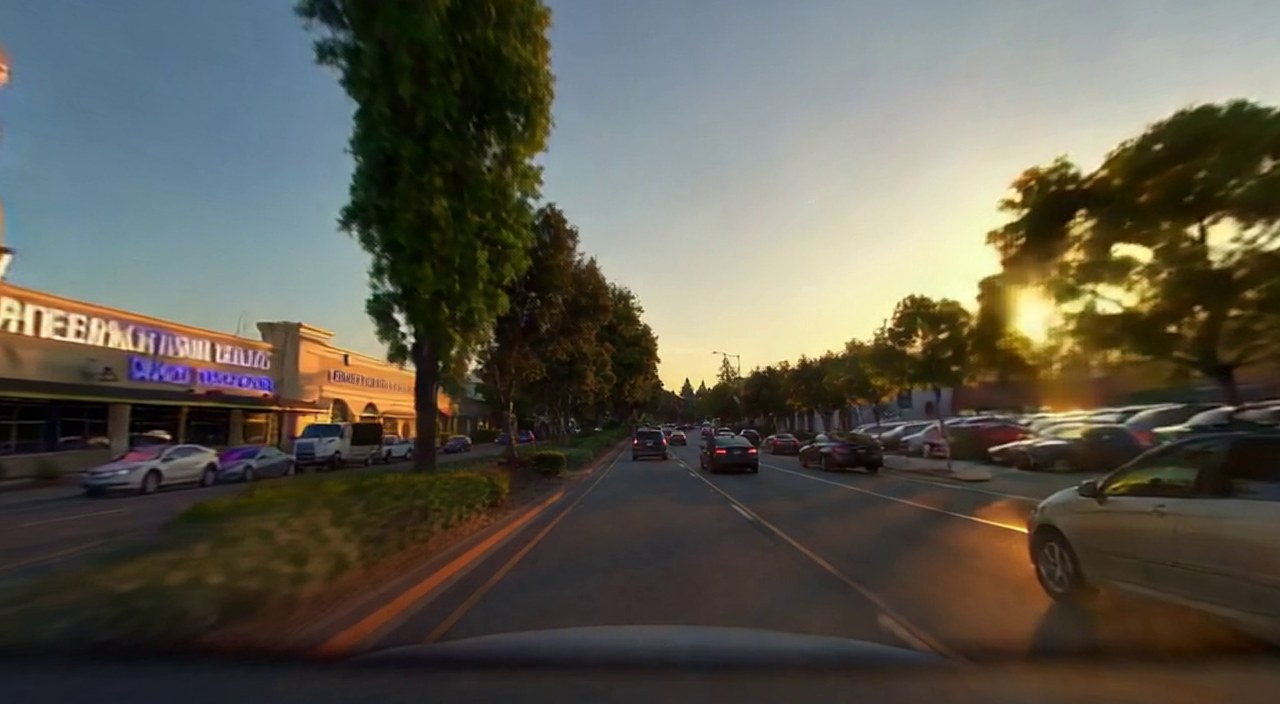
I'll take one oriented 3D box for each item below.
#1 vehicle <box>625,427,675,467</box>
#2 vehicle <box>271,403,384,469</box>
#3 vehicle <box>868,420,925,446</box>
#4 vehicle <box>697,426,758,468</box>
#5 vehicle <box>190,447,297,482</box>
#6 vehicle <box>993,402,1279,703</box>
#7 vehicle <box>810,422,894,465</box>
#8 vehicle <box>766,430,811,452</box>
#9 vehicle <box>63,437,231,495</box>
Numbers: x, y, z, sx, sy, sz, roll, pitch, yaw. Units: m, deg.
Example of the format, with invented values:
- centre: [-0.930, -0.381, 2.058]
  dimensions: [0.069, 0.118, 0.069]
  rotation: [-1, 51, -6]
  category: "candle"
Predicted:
- centre: [0.444, 4.245, 28.121]
  dimensions: [2.098, 1.682, 3.778]
  rotation: [0, -8, 1]
  category: "vehicle"
- centre: [-18.599, 5.120, 38.025]
  dimensions: [2.811, 3.604, 7.566]
  rotation: [0, -8, 1]
  category: "vehicle"
- centre: [18.699, 5.973, 46.009]
  dimensions: [1.981, 1.815, 4.953]
  rotation: [0, -8, -2]
  category: "vehicle"
- centre: [3.782, 4.205, 27.907]
  dimensions: [2.115, 1.692, 4.189]
  rotation: [0, -8, 0]
  category: "vehicle"
- centre: [-18.832, 5.325, 30.156]
  dimensions: [1.883, 1.488, 5.224]
  rotation: [0, -8, -2]
  category: "vehicle"
- centre: [3.756, 0.945, 2.652]
  dimensions: [1.908, 1.463, 4.506]
  rotation: [0, -8, 0]
  category: "vehicle"
- centre: [10.507, 4.622, 31.651]
  dimensions: [2.318, 1.974, 5.282]
  rotation: [0, -8, 0]
  category: "vehicle"
- centre: [10.882, 6.589, 46.391]
  dimensions: [2.110, 1.535, 4.506]
  rotation: [0, -8, -2]
  category: "vehicle"
- centre: [-18.821, 4.342, 24.431]
  dimensions: [2.286, 1.968, 5.350]
  rotation: [0, -8, -2]
  category: "vehicle"
